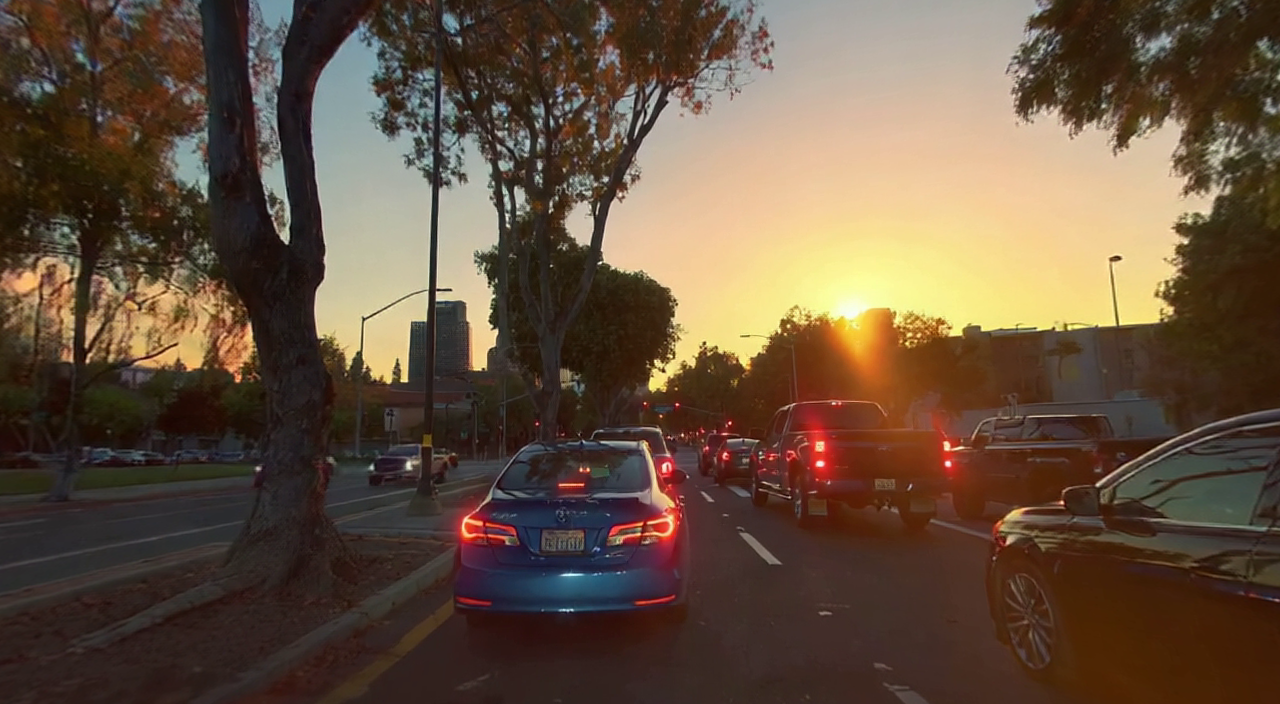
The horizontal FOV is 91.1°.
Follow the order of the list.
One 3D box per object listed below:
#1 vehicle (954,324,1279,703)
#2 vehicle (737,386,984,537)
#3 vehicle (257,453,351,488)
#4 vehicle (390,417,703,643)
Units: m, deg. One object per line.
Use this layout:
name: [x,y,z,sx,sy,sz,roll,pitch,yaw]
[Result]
vehicle: [3.164,0.760,2.071,1.982,1.709,4.427,0,-9,1]
vehicle: [3.522,1.955,11.703,2.444,2.098,5.766,0,-9,-1]
vehicle: [-16.284,5.753,30.732,1.921,1.499,4.566,0,-9,2]
vehicle: [-0.576,1.500,6.322,2.111,1.506,4.018,0,-9,2]
